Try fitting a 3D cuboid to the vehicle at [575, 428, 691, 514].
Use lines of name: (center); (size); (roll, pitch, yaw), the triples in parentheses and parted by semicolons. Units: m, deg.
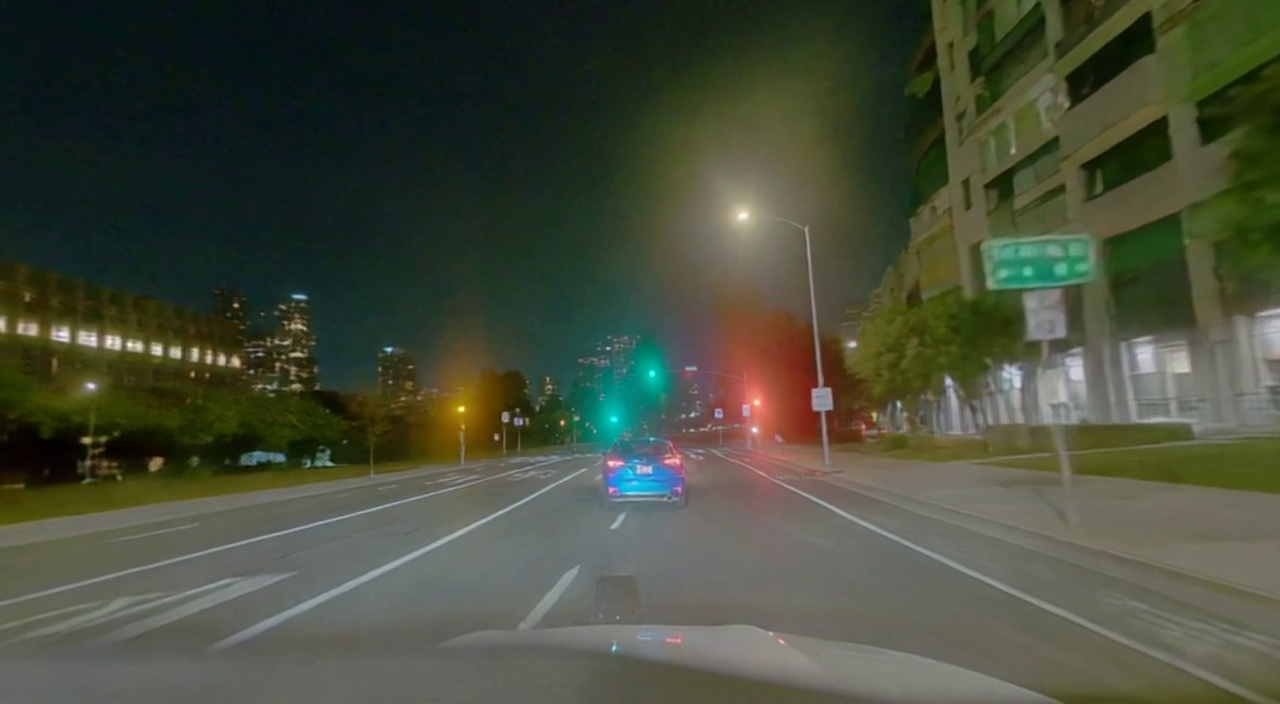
vehicle: (-0.181, 2.299, 12.735); (1.950, 1.401, 4.159); (0, -8, -2)
